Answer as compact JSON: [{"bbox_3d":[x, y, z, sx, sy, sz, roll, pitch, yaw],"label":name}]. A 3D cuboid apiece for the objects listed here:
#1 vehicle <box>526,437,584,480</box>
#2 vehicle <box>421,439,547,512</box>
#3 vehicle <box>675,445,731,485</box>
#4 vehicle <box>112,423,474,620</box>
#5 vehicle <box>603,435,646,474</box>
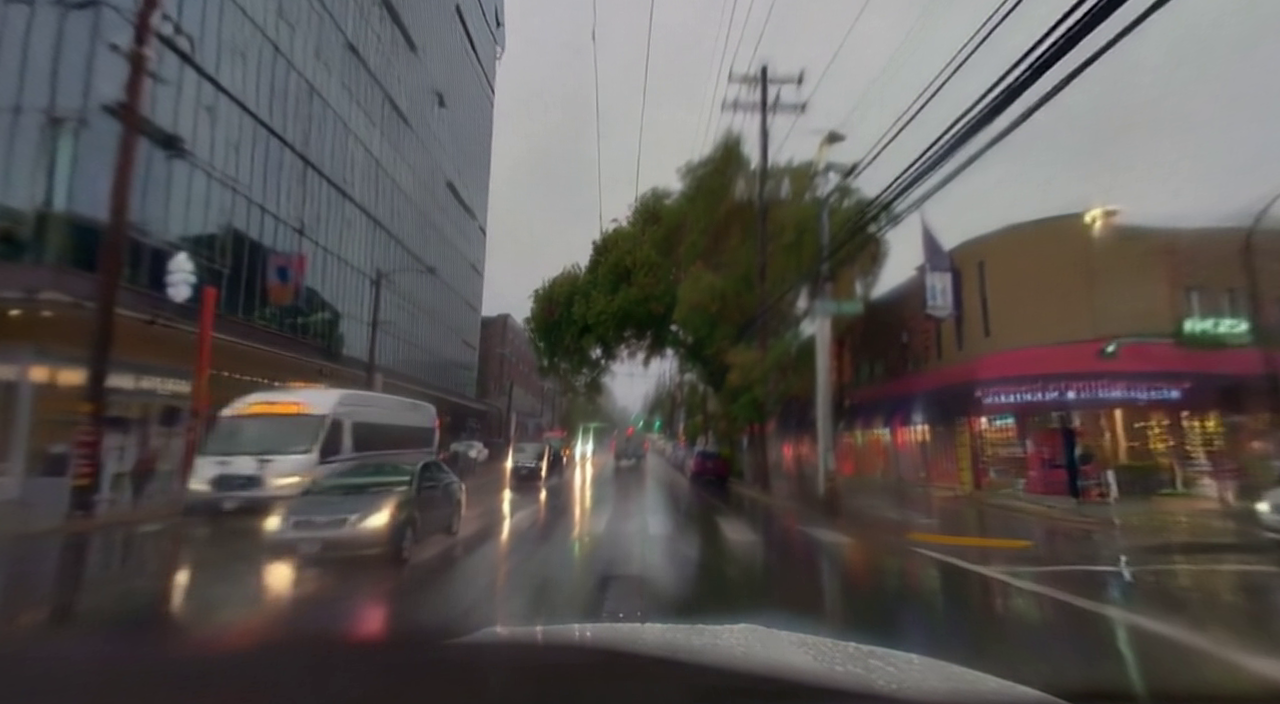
[{"bbox_3d":[-3.654,4.681,28.051,1.983,1.727,4.294,0,-8,0],"label":"vehicle"},{"bbox_3d":[-3.730,3.012,15.880,1.990,1.568,3.885,0,-8,3],"label":"vehicle"},{"bbox_3d":[2.693,4.936,27.985,1.934,1.633,4.271,1,-8,-2],"label":"vehicle"},{"bbox_3d":[-3.431,1.711,7.396,2.026,1.616,4.109,0,-8,-3],"label":"vehicle"},{"bbox_3d":[-0.861,5.433,33.613,2.127,1.893,4.194,1,-8,-2],"label":"vehicle"}]
